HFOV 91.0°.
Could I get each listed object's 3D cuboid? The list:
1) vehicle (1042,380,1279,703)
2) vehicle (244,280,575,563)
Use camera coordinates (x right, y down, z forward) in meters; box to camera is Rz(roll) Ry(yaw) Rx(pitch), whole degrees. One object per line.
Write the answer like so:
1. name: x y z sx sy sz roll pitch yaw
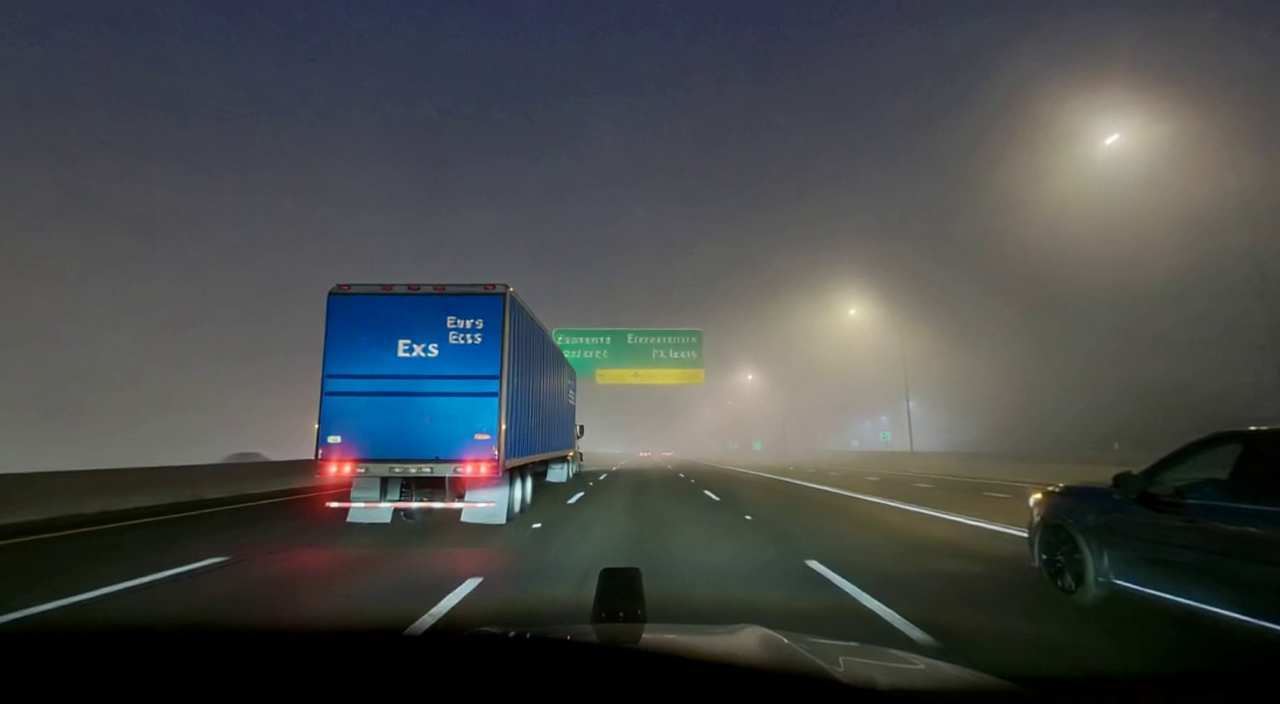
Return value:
1. vehicle: 3.768 0.789 1.931 2.044 1.558 4.577 0 -9 0
2. vehicle: -3.198 1.431 11.882 2.922 3.458 8.360 0 -9 1
